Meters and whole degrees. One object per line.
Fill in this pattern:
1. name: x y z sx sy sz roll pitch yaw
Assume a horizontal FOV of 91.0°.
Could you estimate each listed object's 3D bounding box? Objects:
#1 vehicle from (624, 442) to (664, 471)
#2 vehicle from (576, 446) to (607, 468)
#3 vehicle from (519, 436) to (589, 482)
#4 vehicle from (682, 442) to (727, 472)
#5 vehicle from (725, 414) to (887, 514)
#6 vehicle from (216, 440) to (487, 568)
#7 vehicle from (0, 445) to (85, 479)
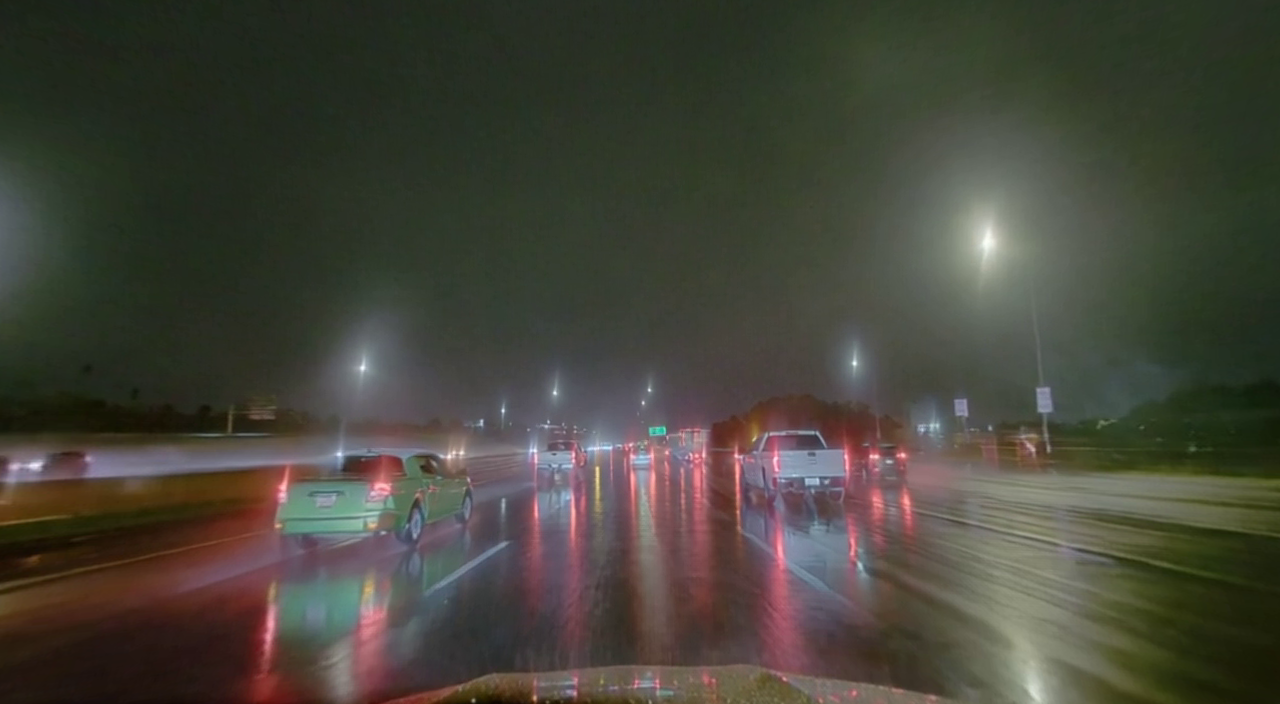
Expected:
1. vehicle: 0.202 6.023 36.436 2.147 1.572 4.094 0 -9 0
2. vehicle: -3.405 7.423 44.722 1.907 1.484 3.954 0 -9 0
3. vehicle: -3.575 4.560 27.117 2.176 1.783 4.799 0 -9 2
4. vehicle: 3.773 6.200 37.469 2.145 1.636 4.437 1 -9 -1
5. vehicle: 3.618 2.608 15.158 2.340 1.925 5.529 1 -9 -1
6. vehicle: -3.816 2.065 9.370 1.947 1.424 4.264 0 -9 1
7. vehicle: -30.885 5.464 31.595 1.875 1.542 4.486 0 -9 0
